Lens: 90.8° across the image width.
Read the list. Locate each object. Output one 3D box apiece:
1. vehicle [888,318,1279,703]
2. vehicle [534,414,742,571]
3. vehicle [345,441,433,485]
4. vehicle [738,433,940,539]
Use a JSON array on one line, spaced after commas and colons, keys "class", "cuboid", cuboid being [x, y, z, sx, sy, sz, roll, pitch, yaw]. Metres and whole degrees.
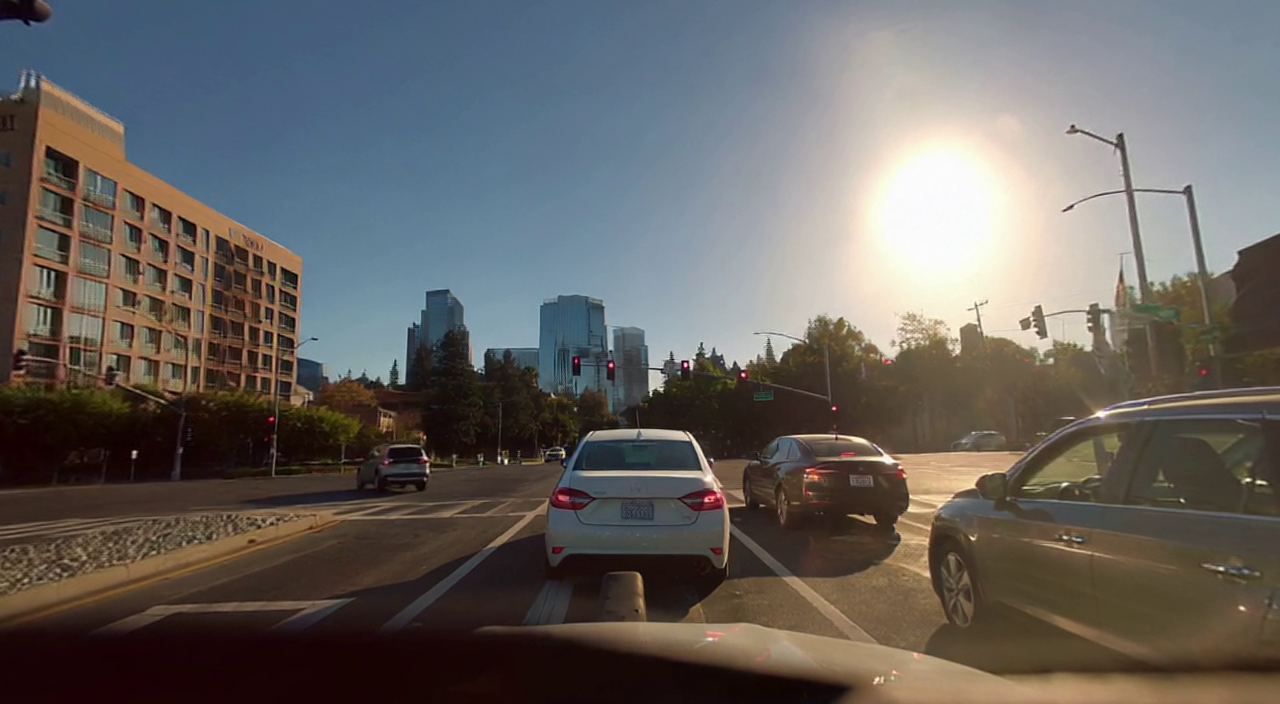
[{"class": "vehicle", "cuboid": [3.002, 0.865, 2.660, 2.103, 1.701, 4.294, 0, -8, -1]}, {"class": "vehicle", "cuboid": [-0.068, 1.782, 8.747, 2.188, 1.637, 4.027, 0, -8, -1]}, {"class": "vehicle", "cuboid": [-11.491, 4.984, 28.798, 2.021, 1.837, 4.448, 8, -12, -44]}, {"class": "vehicle", "cuboid": [3.153, 2.209, 11.128, 2.001, 1.463, 4.398, 0, -8, -2]}]
